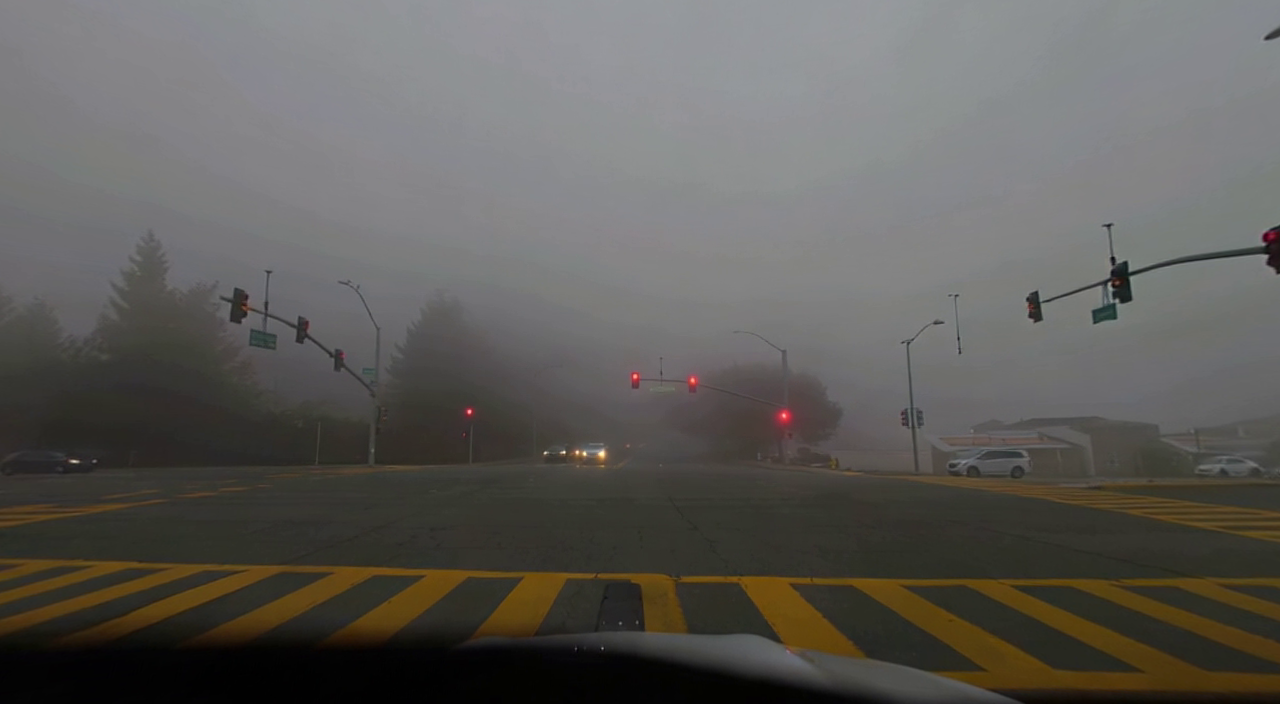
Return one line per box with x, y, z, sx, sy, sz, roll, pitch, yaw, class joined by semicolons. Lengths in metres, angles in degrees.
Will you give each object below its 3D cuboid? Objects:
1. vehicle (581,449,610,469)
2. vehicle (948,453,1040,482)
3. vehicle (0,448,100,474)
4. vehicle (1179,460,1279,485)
-3.458;8.361;49.225;1.908;1.441;4.142;0;-8;1;vehicle
21.091;6.879;37.593;4.447;1.623;1.801;0;-9;-3;vehicle
-35.150;6.415;37.181;4.741;1.447;1.807;0;-9;0;vehicle
36.213;7.312;38.308;4.976;1.428;1.929;0;-9;-2;vehicle
